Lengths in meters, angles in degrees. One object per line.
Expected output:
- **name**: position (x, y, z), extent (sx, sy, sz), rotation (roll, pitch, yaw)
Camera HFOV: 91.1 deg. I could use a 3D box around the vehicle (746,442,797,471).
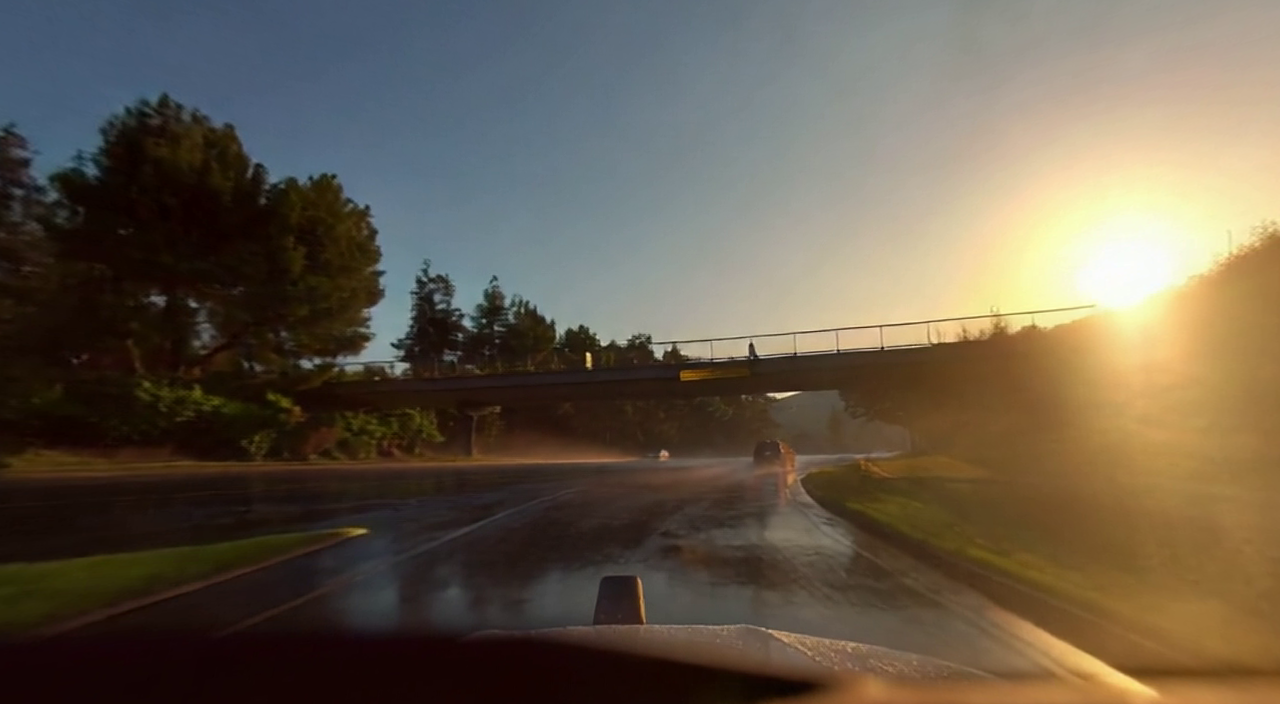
- **vehicle**: position (6.971, 5.489, 33.115), extent (1.980, 1.449, 3.650), rotation (-4, -10, 21)
